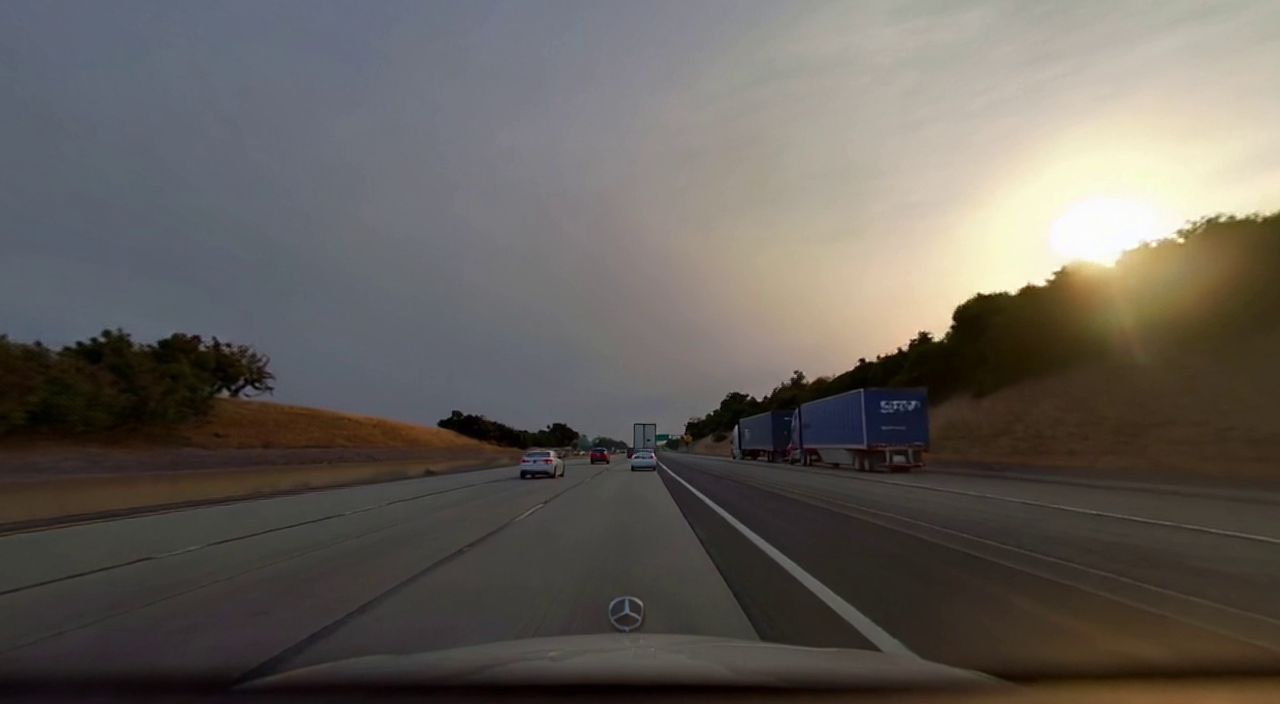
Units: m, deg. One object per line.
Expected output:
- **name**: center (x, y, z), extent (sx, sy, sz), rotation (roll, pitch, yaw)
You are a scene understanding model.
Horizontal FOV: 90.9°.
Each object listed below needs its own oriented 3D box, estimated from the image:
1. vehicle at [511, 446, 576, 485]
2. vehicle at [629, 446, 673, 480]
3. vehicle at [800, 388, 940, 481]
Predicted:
- **vehicle**: center (-3.986, 4.777, 26.876), extent (2.018, 1.504, 4.431), rotation (0, -9, 1)
- **vehicle**: center (0.463, 5.265, 30.034), extent (1.991, 1.507, 3.391), rotation (0, -9, -1)
- **vehicle**: center (11.886, 4.677, 34.713), extent (2.926, 4.094, 13.856), rotation (0, -9, 2)
